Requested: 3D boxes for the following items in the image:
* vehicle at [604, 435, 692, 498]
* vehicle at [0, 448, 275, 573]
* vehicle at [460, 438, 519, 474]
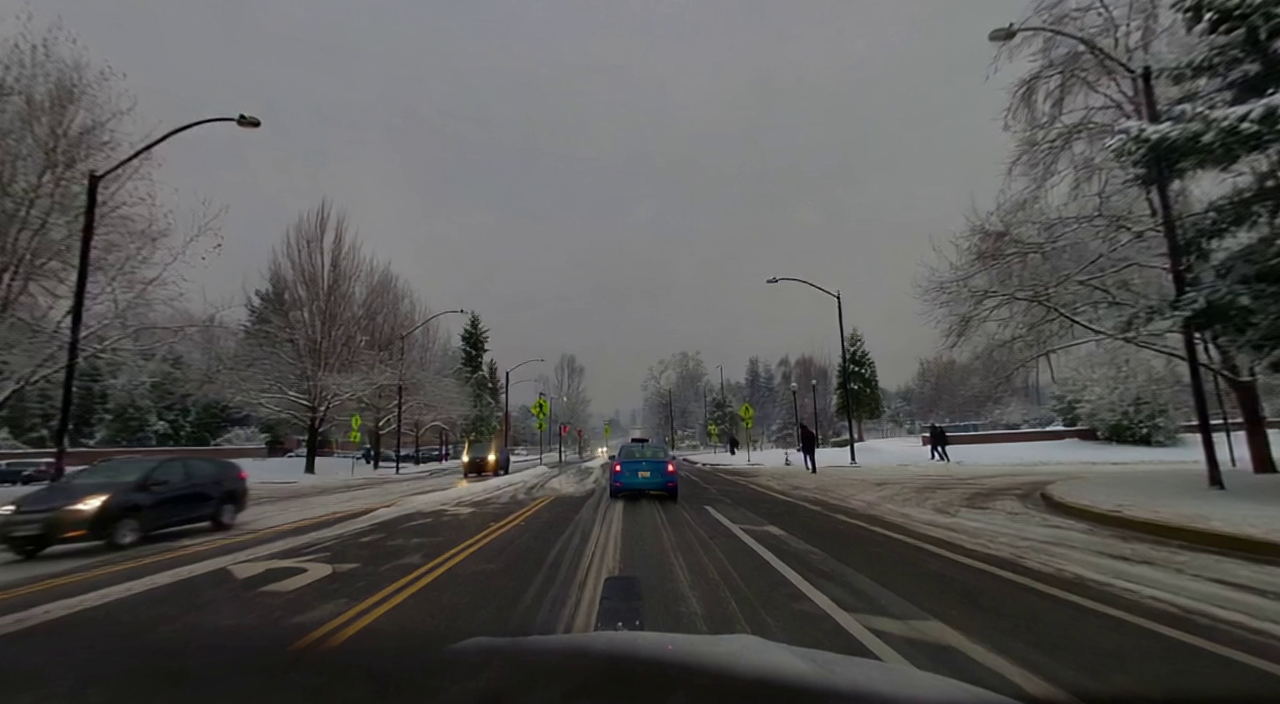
[{"bbox_3d":[0.163,3.210,18.181,2.221,1.570,4.398,0,-8,-1],"label":"vehicle"},{"bbox_3d":[-8.262,2.336,10.230,2.039,1.532,4.470,0,-8,0],"label":"vehicle"},{"bbox_3d":[-8.600,5.992,36.582,2.179,1.933,5.034,0,-8,0],"label":"vehicle"}]
